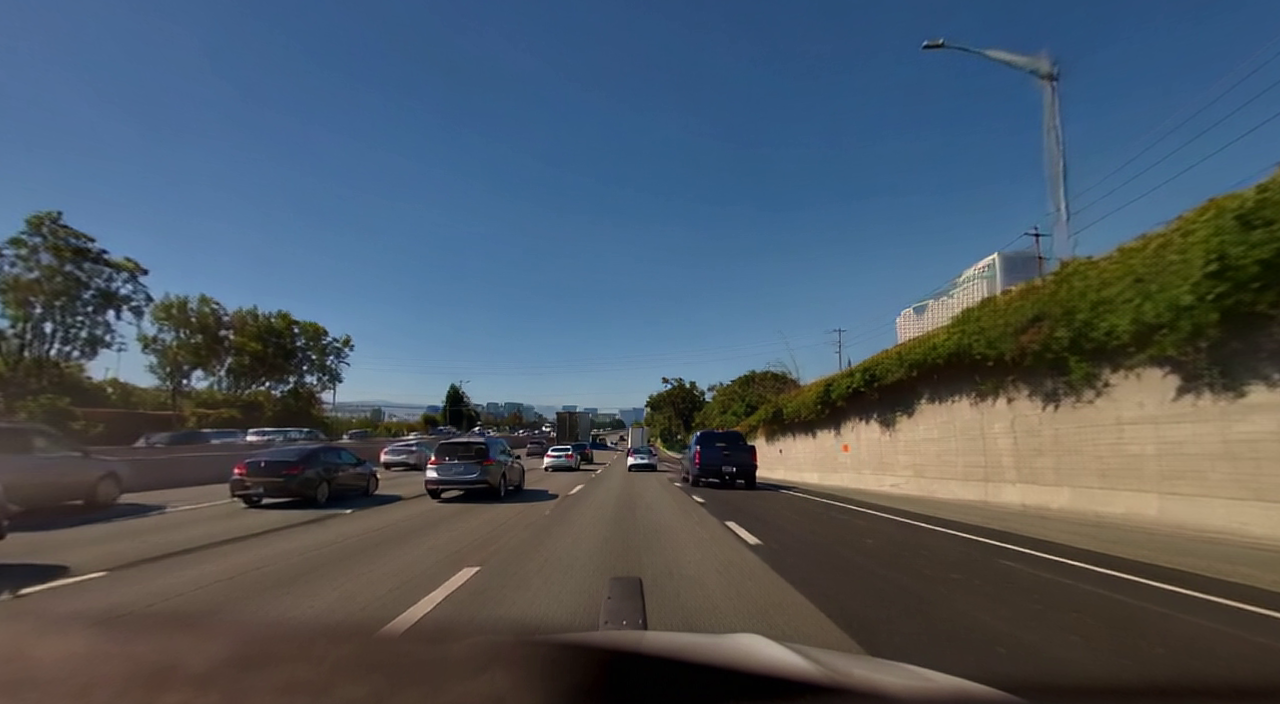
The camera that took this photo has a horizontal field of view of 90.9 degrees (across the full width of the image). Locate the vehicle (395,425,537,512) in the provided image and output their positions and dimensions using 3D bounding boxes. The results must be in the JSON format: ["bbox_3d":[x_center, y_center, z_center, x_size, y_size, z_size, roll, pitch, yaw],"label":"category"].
[{"bbox_3d":[-3.843,2.663,14.884,2.026,1.719,4.490,0,-8,1],"label":"vehicle"}]

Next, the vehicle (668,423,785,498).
[{"bbox_3d":[2.606,3.523,20.977,2.793,2.132,5.682,0,-8,-3],"label":"vehicle"}]

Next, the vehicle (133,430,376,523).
[{"bbox_3d":[-7.425,2.429,12.901,1.985,1.529,4.710,0,-8,0],"label":"vehicle"}]

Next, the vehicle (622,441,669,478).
[{"bbox_3d":[0.235,5.113,30.274,2.092,1.671,3.889,0,-8,0],"label":"vehicle"}]

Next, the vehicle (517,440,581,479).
[{"bbox_3d":[-3.842,4.653,27.561,2.049,1.530,4.707,0,-8,1],"label":"vehicle"}]
